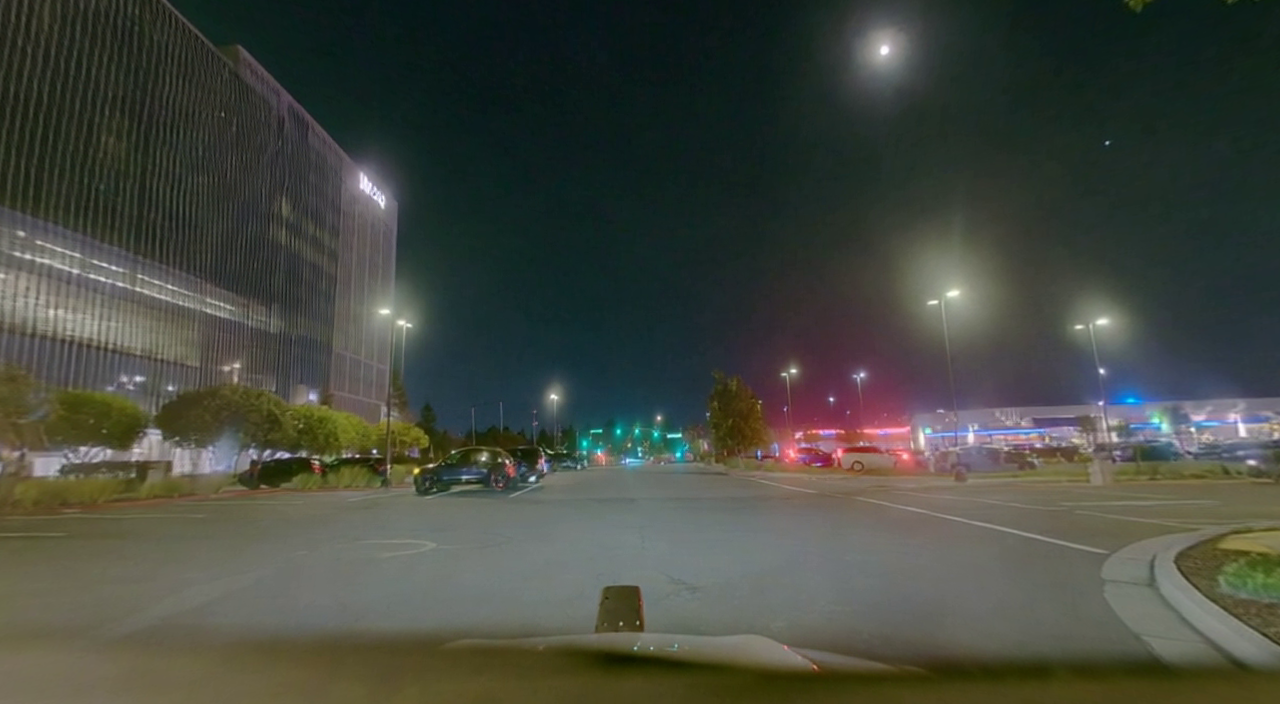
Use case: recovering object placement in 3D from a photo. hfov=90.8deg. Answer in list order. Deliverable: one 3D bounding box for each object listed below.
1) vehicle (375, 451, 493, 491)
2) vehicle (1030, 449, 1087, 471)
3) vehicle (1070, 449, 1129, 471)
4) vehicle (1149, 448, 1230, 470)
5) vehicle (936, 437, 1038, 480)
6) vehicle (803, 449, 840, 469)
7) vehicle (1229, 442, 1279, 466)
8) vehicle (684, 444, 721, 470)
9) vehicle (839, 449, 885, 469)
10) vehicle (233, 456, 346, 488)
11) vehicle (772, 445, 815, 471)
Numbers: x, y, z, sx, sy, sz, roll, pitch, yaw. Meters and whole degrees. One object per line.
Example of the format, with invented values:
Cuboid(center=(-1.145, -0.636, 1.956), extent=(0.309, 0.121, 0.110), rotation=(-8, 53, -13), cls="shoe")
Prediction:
Cuboid(center=(-8.698, 4.978, 26.770), extent=(4.442, 1.504, 1.809), rotation=(5, -10, -28), cls="vehicle")
Cuboid(center=(28.350, 7.321, 42.901), extent=(1.495, 1.371, 3.336), rotation=(-1, -9, 0), cls="vehicle")
Cuboid(center=(31.334, 7.372, 43.201), extent=(1.519, 1.371, 3.278), rotation=(0, -8, 0), cls="vehicle")
Cuboid(center=(37.014, 7.213, 42.714), extent=(1.678, 1.423, 4.191), rotation=(0, -9, 0), cls="vehicle")
Cuboid(center=(16.471, 5.063, 30.355), extent=(2.048, 1.852, 4.998), rotation=(0, -9, 0), cls="vehicle")
Cuboid(center=(14.168, 8.341, 49.512), extent=(1.935, 1.477, 3.719), rotation=(0, -9, 3), cls="vehicle")
Cuboid(center=(43.053, 6.919, 42.947), extent=(1.758, 1.572, 4.421), rotation=(0, -8, 1), cls="vehicle")
Cuboid(center=(4.597, 7.784, 47.120), extent=(2.262, 1.794, 5.331), rotation=(0, -8, 1), cls="vehicle")
Cuboid(center=(17.094, 8.251, 48.870), extent=(1.971, 1.478, 4.477), rotation=(0, -8, 1), cls="vehicle")
Cuboid(center=(-16.694, 5.702, 30.224), extent=(4.331, 1.437, 1.876), rotation=(0, -8, 3), cls="vehicle")
Cuboid(center=(10.532, 7.269, 43.550), extent=(1.936, 1.673, 4.305), rotation=(0, -8, 1), cls="vehicle")
